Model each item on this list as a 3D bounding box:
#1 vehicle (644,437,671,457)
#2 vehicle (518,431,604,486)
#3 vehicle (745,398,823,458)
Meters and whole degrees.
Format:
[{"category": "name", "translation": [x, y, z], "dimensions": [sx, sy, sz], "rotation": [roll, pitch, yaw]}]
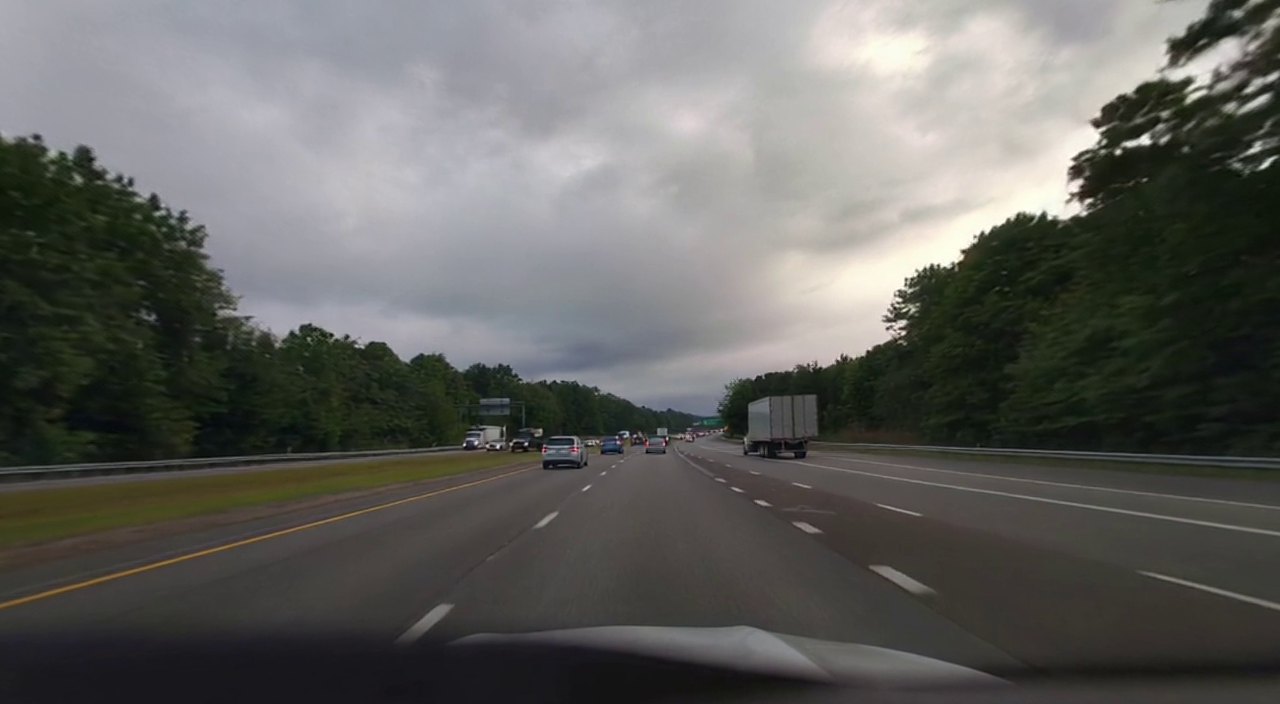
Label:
[{"category": "vehicle", "translation": [1.341, 7.373, 49.054], "dimensions": [2.004, 1.465, 3.842], "rotation": [0, -8, 1]}, {"category": "vehicle", "translation": [-2.456, 3.440, 20.828], "dimensions": [2.137, 1.618, 4.209], "rotation": [0, -8, 2]}, {"category": "vehicle", "translation": [10.218, 5.630, 46.065], "dimensions": [2.999, 3.901, 10.127], "rotation": [0, -8, -1]}]
